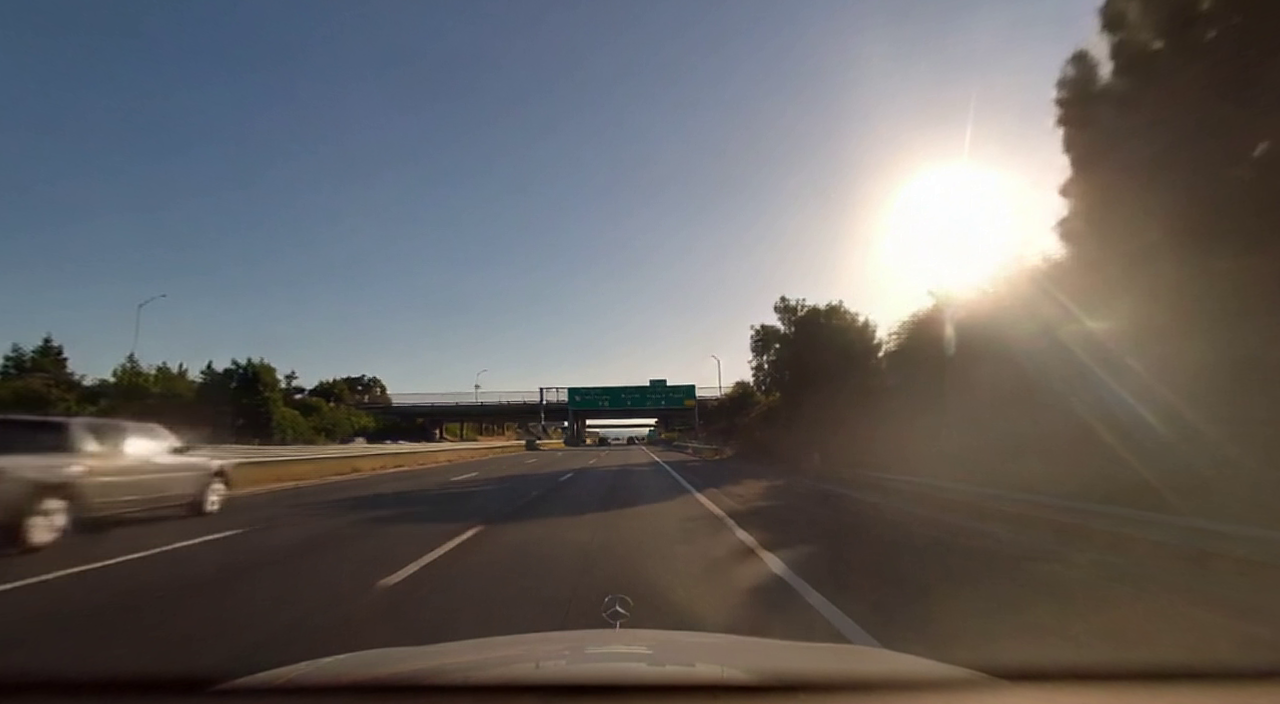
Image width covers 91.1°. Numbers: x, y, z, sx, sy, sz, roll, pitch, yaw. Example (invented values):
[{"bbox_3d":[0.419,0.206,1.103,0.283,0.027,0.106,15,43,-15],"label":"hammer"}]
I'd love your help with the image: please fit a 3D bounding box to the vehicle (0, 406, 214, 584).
[{"bbox_3d":[-7.068,1.425,6.478,2.111,1.662,4.630,0,-8,-1],"label":"vehicle"}]
